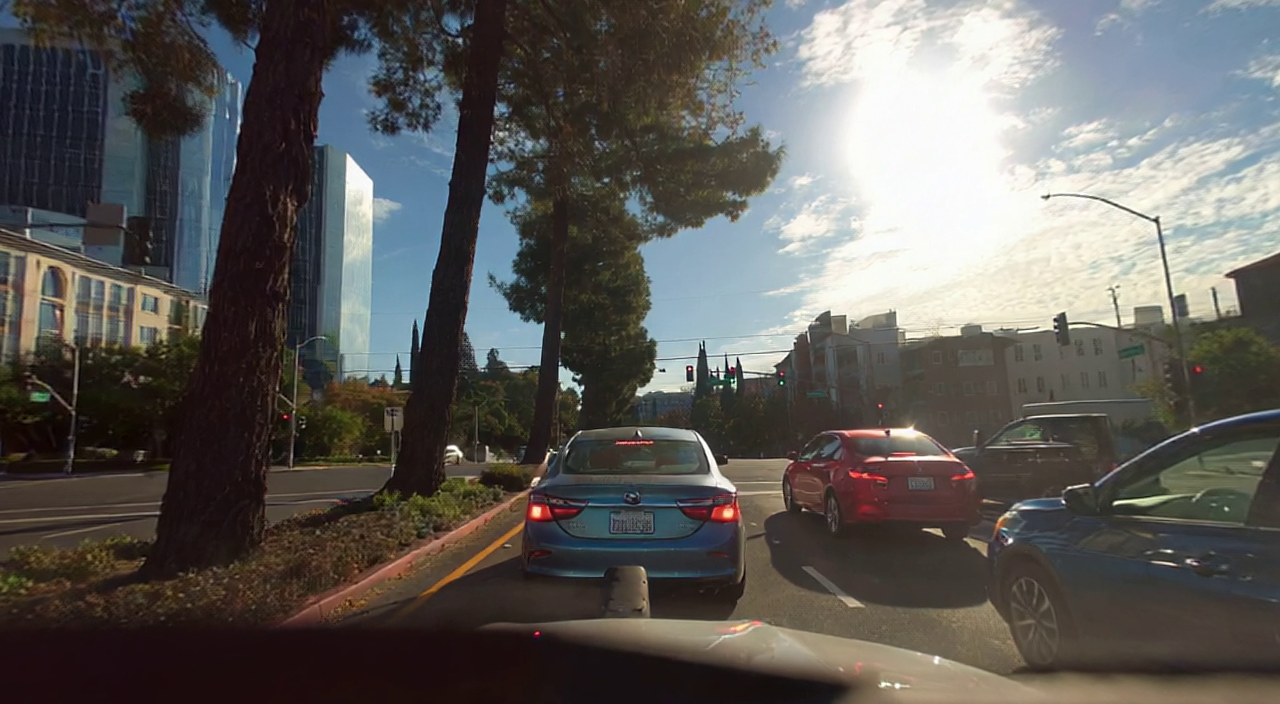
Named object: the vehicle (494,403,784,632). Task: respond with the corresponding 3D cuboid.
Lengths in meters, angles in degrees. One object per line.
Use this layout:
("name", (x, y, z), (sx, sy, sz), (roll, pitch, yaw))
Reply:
("vehicle", (-0.021, 1.475, 6.502), (2.074, 1.631, 3.793), (0, -9, 0))

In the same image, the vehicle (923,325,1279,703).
("vehicle", (3.721, 0.934, 3.430), (2.162, 1.829, 4.519), (0, -9, -1))

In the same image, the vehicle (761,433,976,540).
("vehicle", (3.688, 2.262, 11.299), (2.054, 1.482, 4.654), (0, -9, -1))
